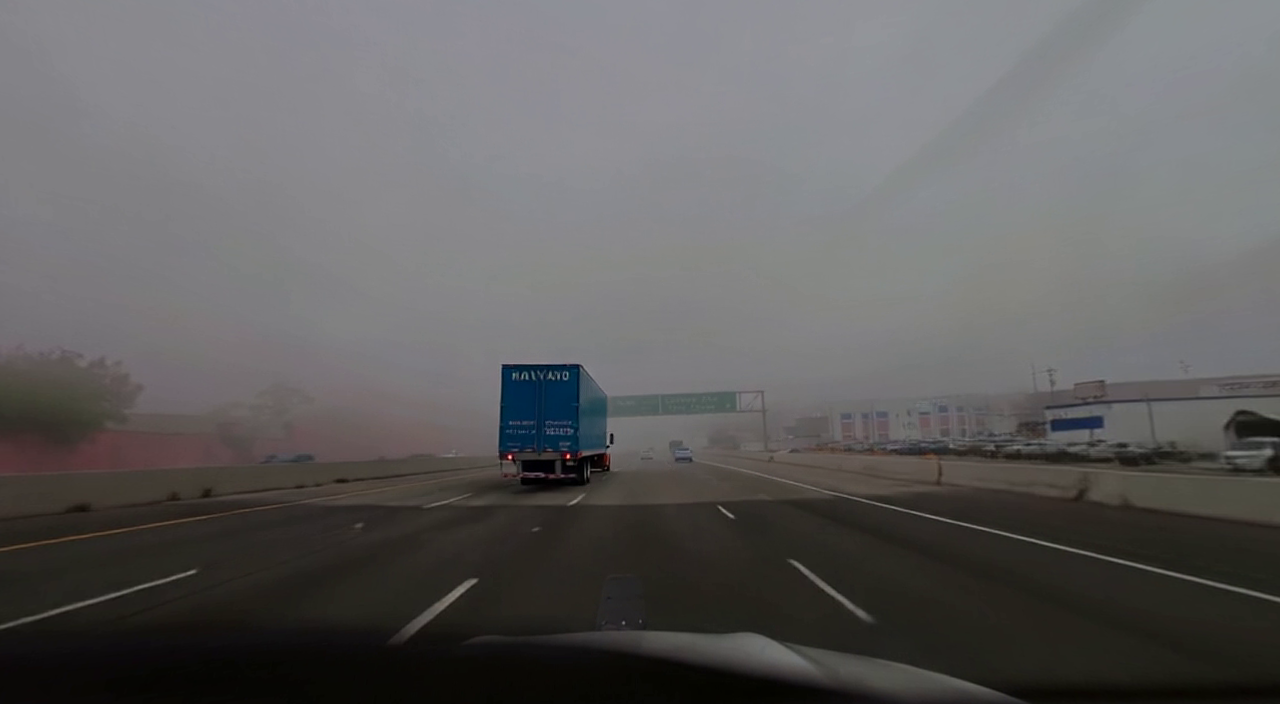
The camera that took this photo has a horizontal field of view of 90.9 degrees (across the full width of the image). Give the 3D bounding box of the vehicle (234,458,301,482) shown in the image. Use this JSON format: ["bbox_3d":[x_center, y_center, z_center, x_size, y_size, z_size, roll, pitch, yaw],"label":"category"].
[{"bbox_3d":[-24.692,7.801,42.013,1.883,1.412,4.102,0,-8,2],"label":"vehicle"}]

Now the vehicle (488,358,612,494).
[{"bbox_3d":[-2.906,2.809,23.452,2.977,4.048,8.890,-1,-8,2],"label":"vehicle"}]
